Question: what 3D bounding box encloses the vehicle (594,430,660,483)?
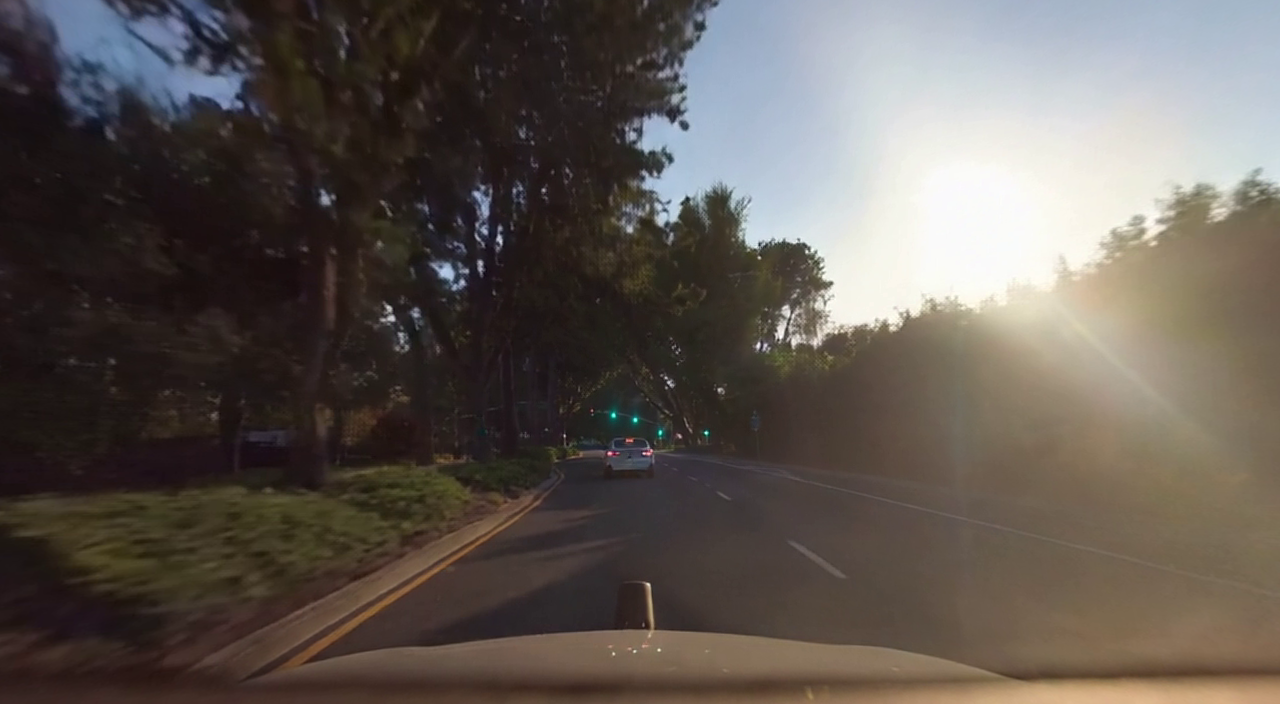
[{"bbox_3d":[-0.464,3.768,22.921,2.192,1.734,4.176,0,-8,-1],"label":"vehicle"}]
